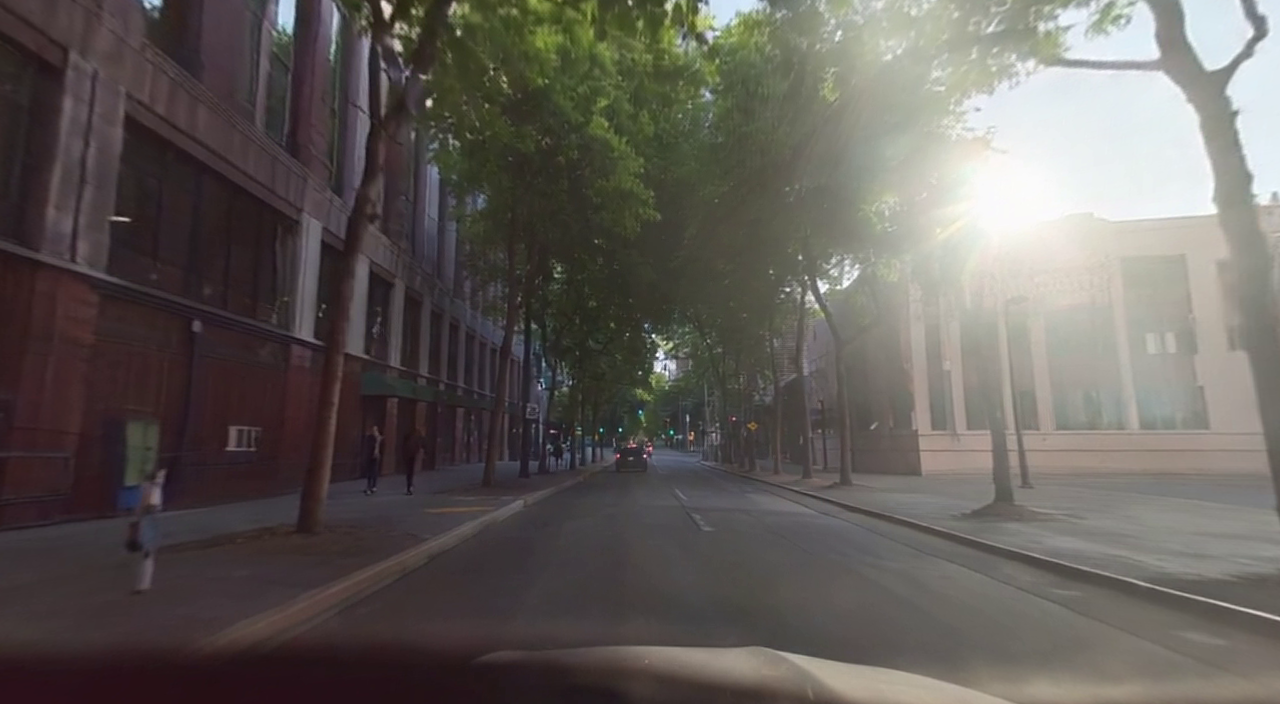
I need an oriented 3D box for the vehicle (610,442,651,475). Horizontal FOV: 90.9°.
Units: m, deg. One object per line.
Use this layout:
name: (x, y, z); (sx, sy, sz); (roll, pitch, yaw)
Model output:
vehicle: (-0.523, 5.690, 33.969); (2.079, 1.621, 3.861); (0, -8, -1)
